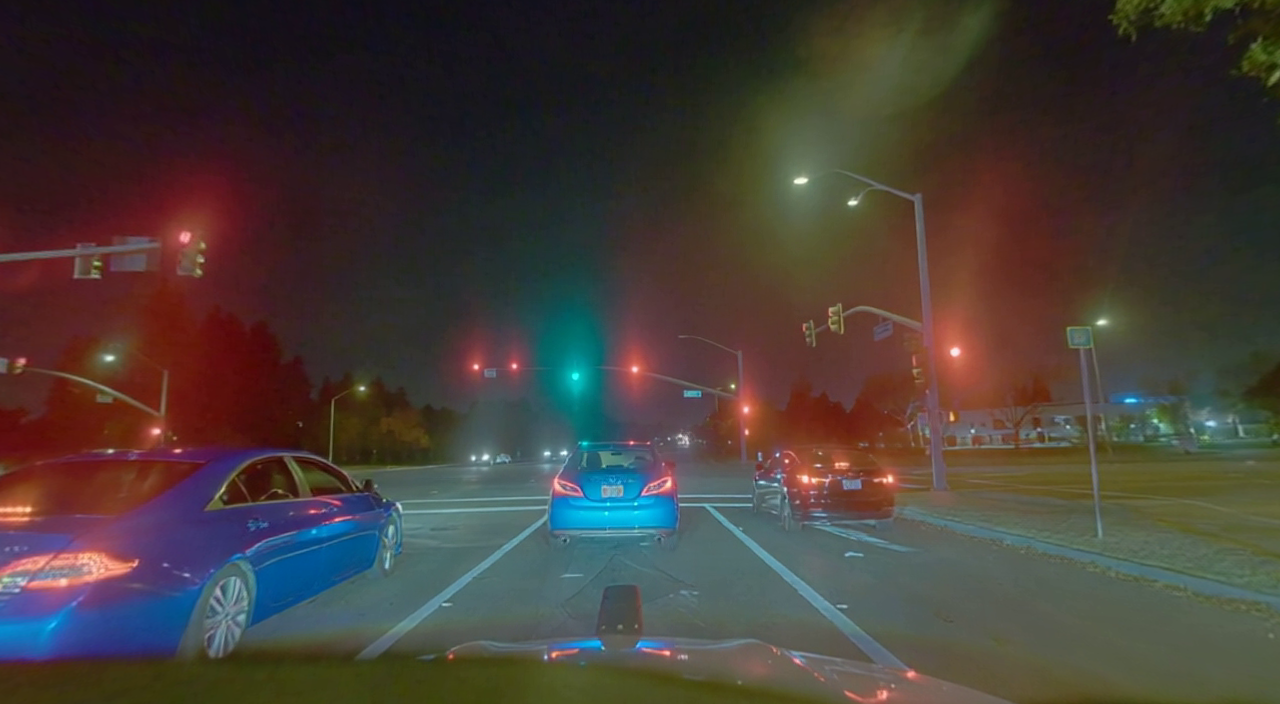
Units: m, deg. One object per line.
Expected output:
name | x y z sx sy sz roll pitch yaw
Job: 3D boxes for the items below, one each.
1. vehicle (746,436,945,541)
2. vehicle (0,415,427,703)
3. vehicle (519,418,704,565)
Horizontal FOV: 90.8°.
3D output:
vehicle | 3.276 2.257 11.167 1.970 1.449 4.433 0 -8 -1
vehicle | -3.578 1.372 5.250 2.052 1.472 4.479 0 -8 0
vehicle | -0.344 1.824 8.969 2.038 1.599 3.844 0 -8 -1
